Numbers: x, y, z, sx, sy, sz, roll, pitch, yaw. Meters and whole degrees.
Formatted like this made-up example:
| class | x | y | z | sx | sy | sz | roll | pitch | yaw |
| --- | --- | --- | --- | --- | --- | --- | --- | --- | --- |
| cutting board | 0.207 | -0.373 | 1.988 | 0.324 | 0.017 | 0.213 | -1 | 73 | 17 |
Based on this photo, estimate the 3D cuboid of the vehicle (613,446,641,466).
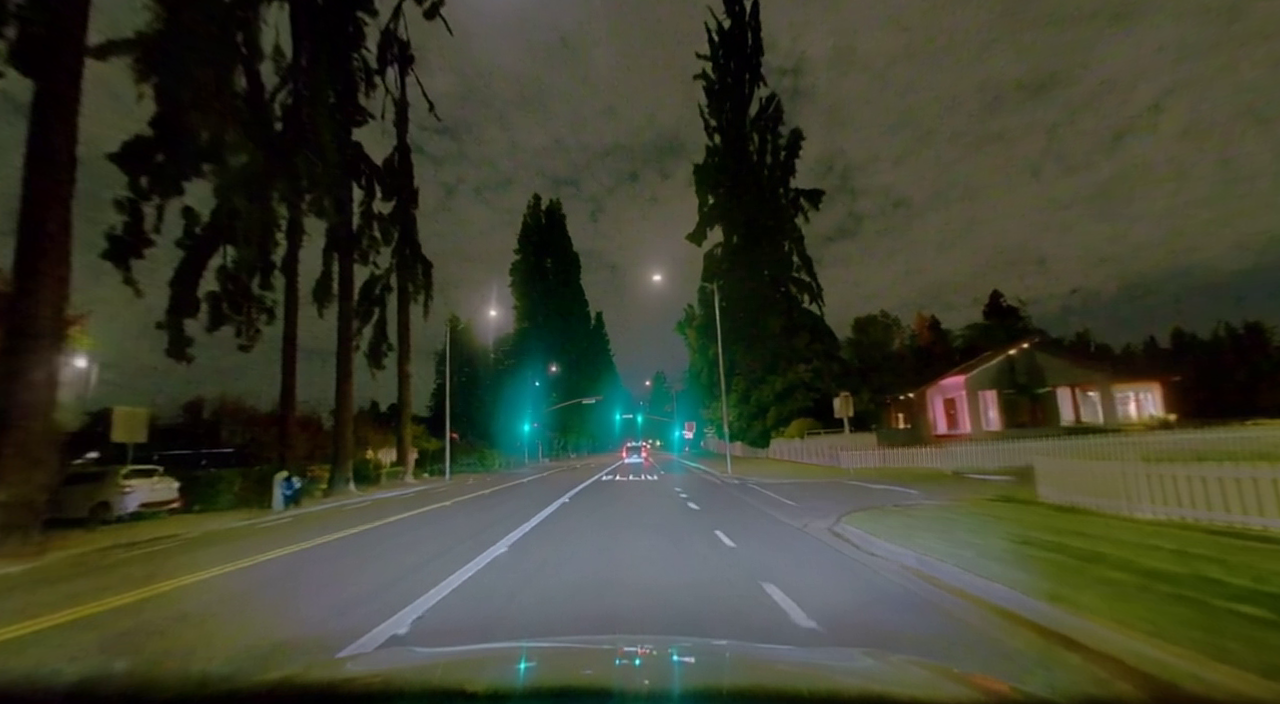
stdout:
| class | x | y | z | sx | sy | sz | roll | pitch | yaw |
| --- | --- | --- | --- | --- | --- | --- | --- | --- | --- |
| vehicle | -1.000 | 8.134 | 49.722 | 2.104 | 1.500 | 3.815 | 0 | -9 | -1 |

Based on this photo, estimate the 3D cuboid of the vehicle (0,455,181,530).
| class | x | y | z | sx | sy | sz | roll | pitch | yaw |
| --- | --- | --- | --- | --- | --- | --- | --- | --- | --- |
| vehicle | -16.079 | 3.911 | 17.748 | 2.043 | 1.803 | 4.631 | -12 | -13 | 37 |
